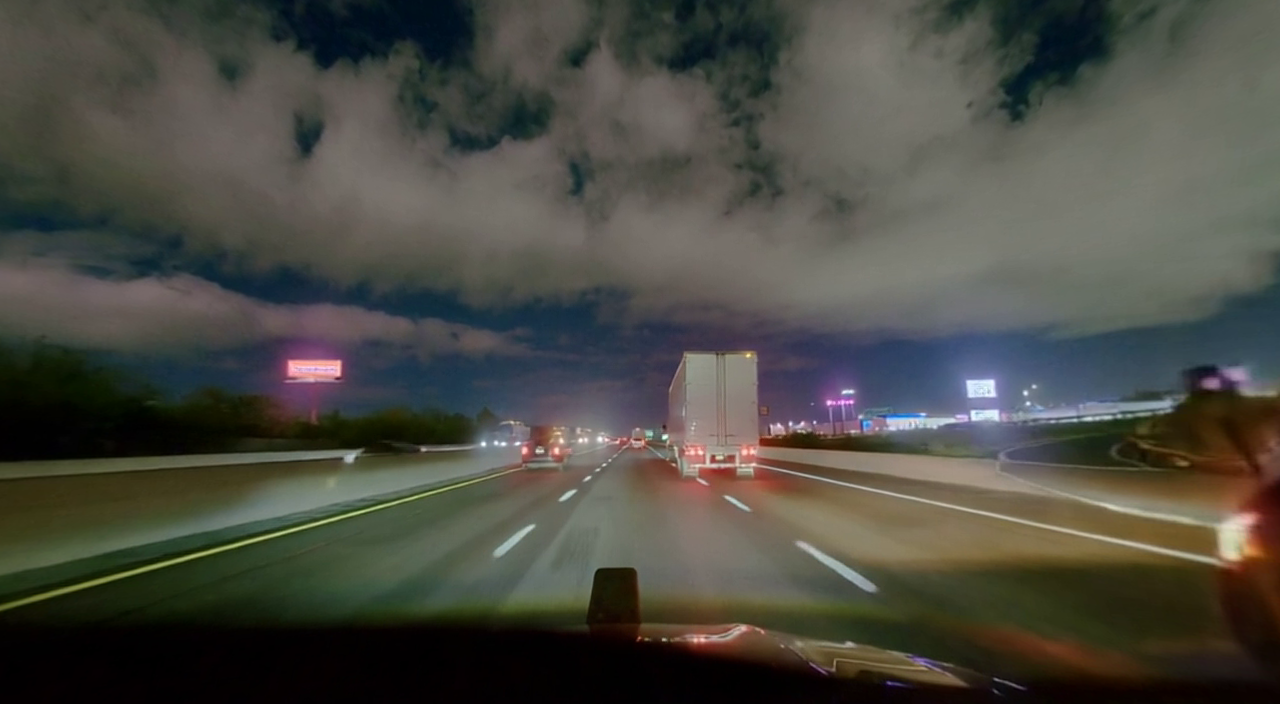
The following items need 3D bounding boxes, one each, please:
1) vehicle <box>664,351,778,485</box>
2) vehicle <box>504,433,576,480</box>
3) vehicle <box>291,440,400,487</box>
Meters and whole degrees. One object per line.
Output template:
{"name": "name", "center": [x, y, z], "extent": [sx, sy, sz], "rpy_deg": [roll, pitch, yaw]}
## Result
{"name": "vehicle", "center": [2.524, 2.623, 23.670], "extent": [2.871, 3.815, 11.331], "rpy_deg": [0, -8, 1]}
{"name": "vehicle", "center": [-3.407, 3.633, 22.257], "extent": [1.930, 1.484, 3.849], "rpy_deg": [0, -8, 0]}
{"name": "vehicle", "center": [-11.811, 4.459, 25.711], "extent": [2.274, 1.681, 4.531], "rpy_deg": [0, -8, -1]}
